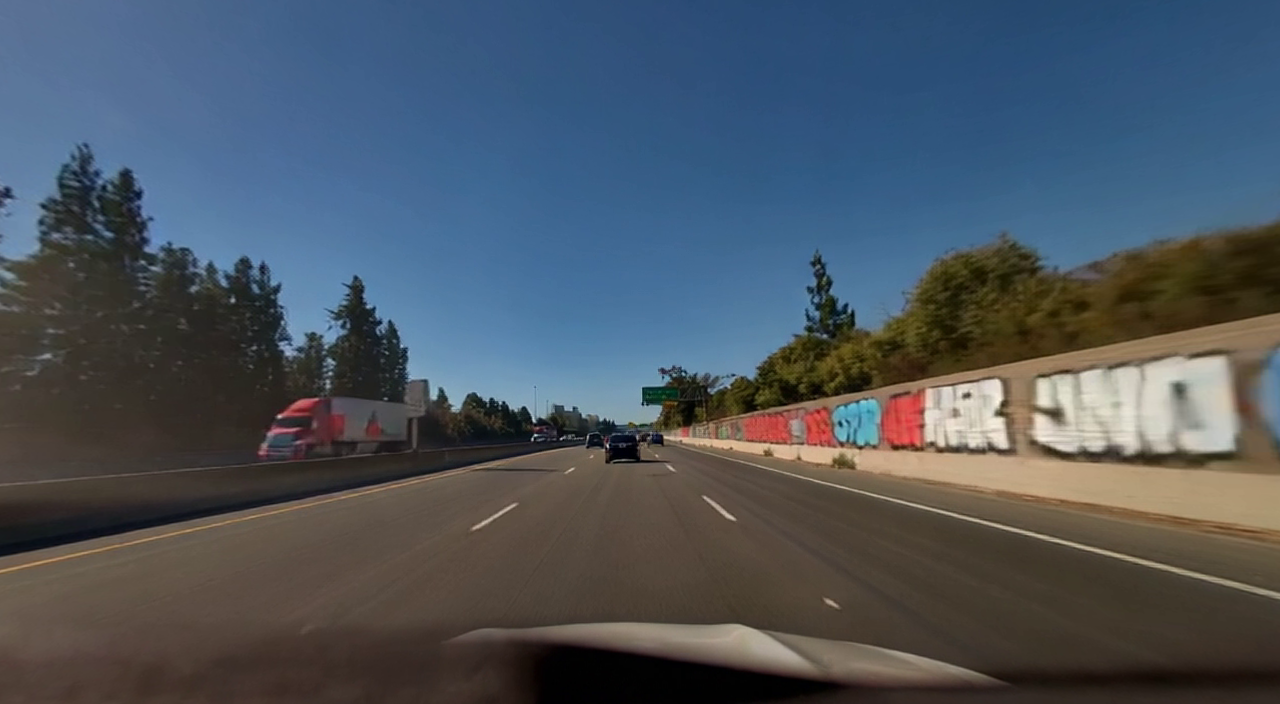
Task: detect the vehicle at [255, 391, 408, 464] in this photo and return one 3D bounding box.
[{"bbox_3d":[-22.052,5.764,47.229,3.141,4.374,17.378,1,-8,-2],"label":"vehicle"}]

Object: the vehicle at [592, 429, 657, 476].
[{"bbox_3d":[-0.535,3.424,21.808,2.044,1.477,3.693,0,-8,-1],"label":"vehicle"}]
